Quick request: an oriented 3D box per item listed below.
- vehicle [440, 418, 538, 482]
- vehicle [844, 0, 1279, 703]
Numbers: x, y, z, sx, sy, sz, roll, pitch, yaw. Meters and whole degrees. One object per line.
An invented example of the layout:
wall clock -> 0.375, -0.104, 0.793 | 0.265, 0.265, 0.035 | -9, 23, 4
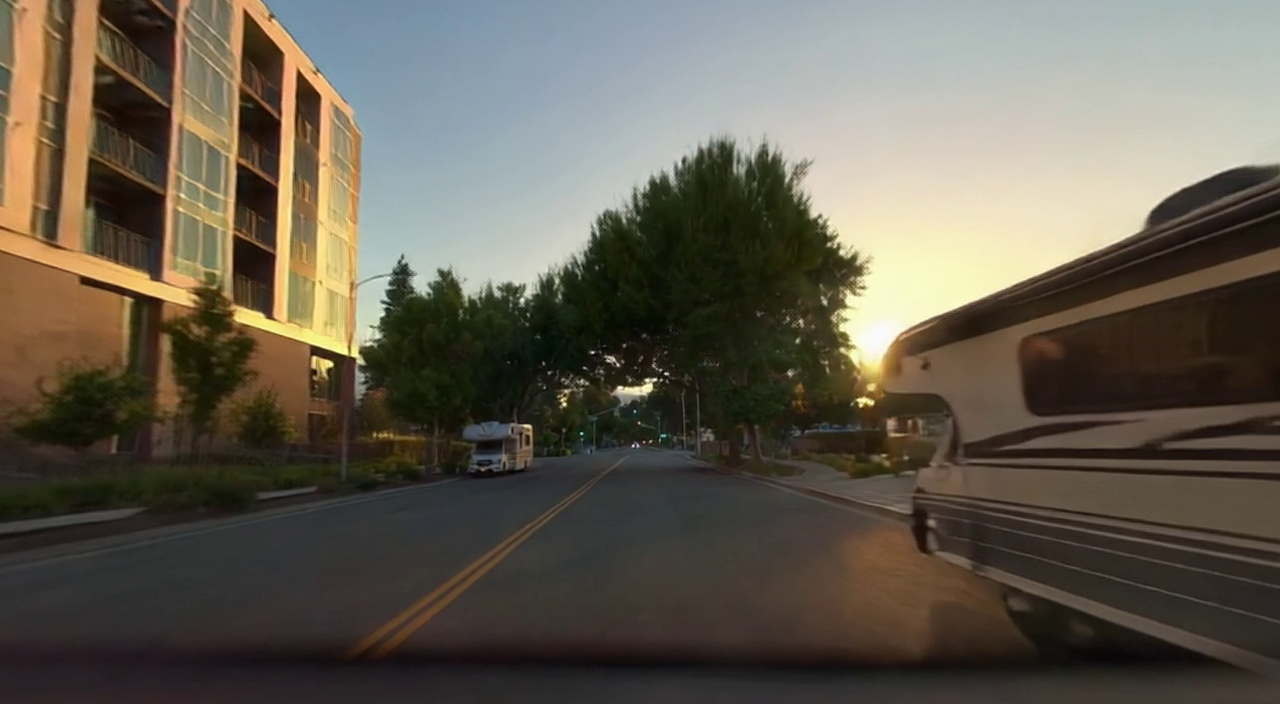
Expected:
vehicle -> -7.251, 4.810, 31.597 | 3.108, 2.771, 7.999 | 0, -8, -1
vehicle -> 3.746, 0.082, 1.932 | 3.074, 3.099, 8.805 | 1, -8, -2
